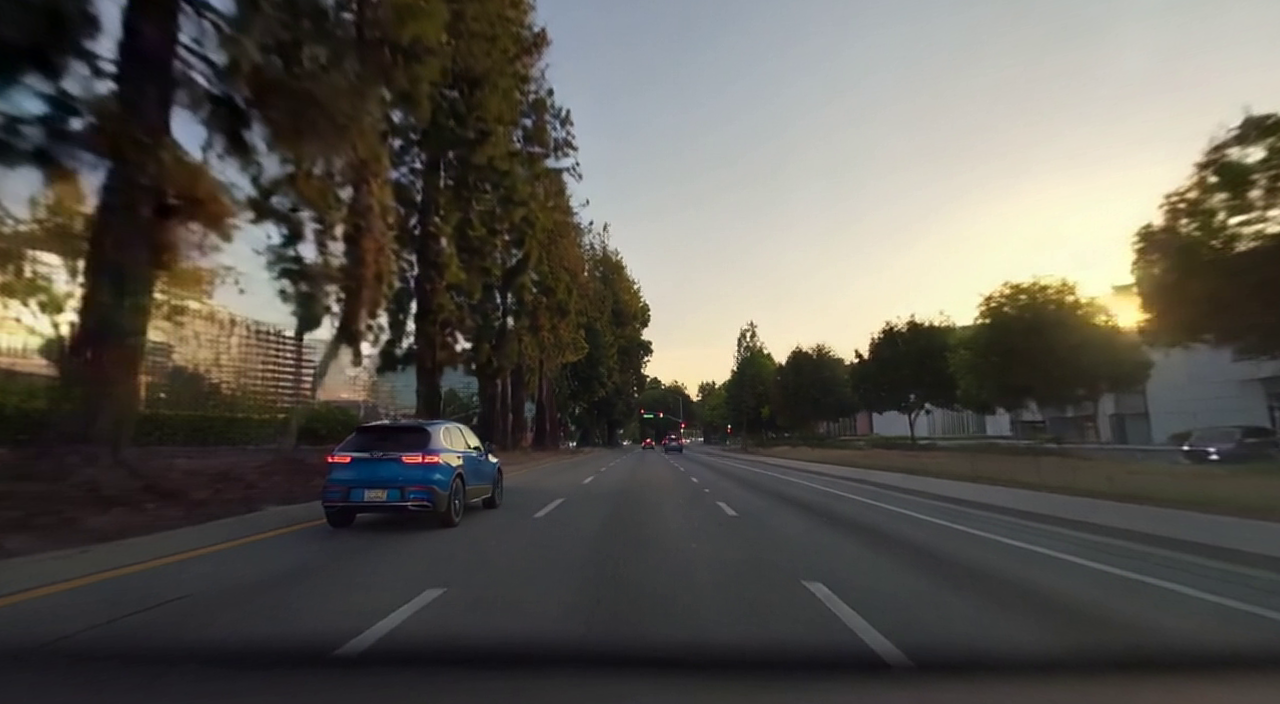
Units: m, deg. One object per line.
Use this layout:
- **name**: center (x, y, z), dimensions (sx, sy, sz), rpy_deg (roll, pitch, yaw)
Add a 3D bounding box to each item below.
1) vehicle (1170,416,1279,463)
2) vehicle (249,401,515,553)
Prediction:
- **vehicle**: center (23.259, 3.349, 24.269), dimensions (4.000, 1.458, 1.640), rpy_deg (-5, -7, 0)
- **vehicle**: center (-3.386, 1.754, 9.465), dimensions (2.033, 1.713, 4.503), rpy_deg (0, -8, 1)
